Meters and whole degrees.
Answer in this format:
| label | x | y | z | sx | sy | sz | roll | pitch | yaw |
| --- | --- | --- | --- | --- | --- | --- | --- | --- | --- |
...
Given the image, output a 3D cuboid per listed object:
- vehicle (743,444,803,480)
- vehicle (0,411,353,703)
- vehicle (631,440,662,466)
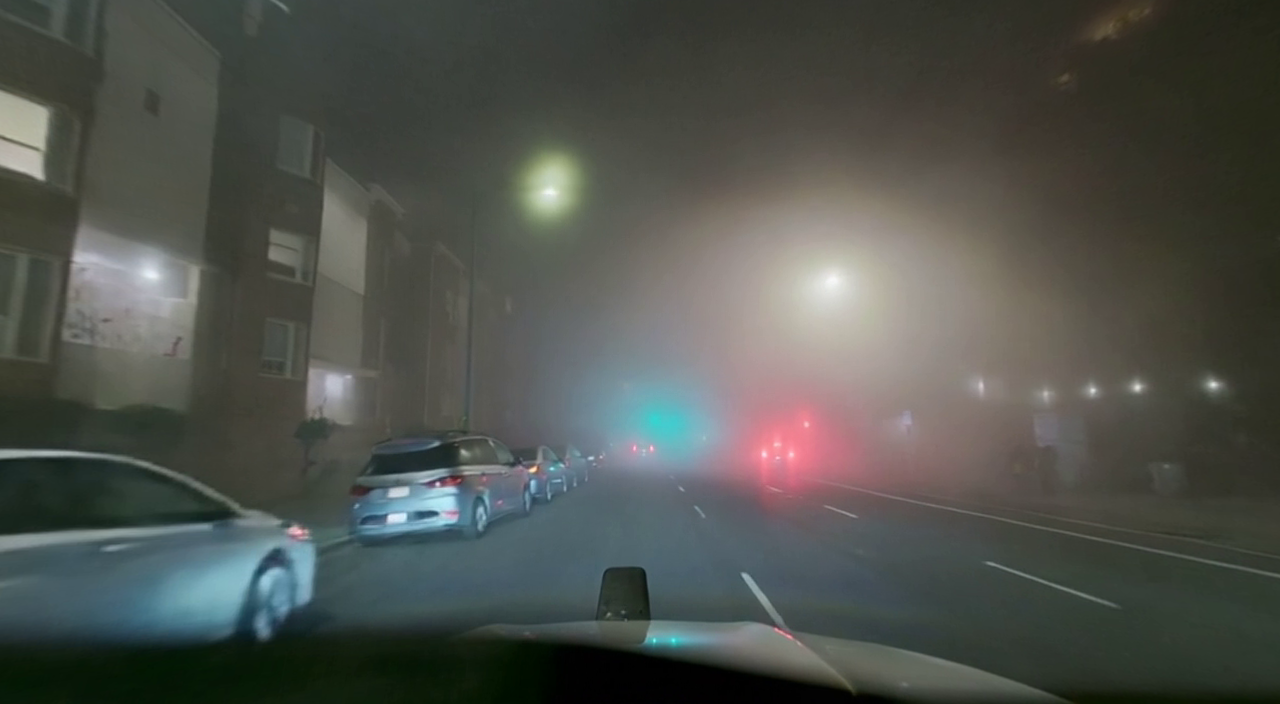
| label | x | y | z | sx | sy | sz | roll | pitch | yaw |
| --- | --- | --- | --- | --- | --- | --- | --- | --- | --- |
| vehicle | 5.720 | 4.759 | 27.489 | 1.799 | 1.463 | 3.464 | 0 | -8 | -1 |
| vehicle | -3.215 | 1.026 | 2.712 | 1.810 | 1.473 | 4.232 | -1 | -8 | 2 |
| vehicle | 0.497 | 7.071 | 44.324 | 2.122 | 1.689 | 3.885 | 0 | -8 | 2 |
